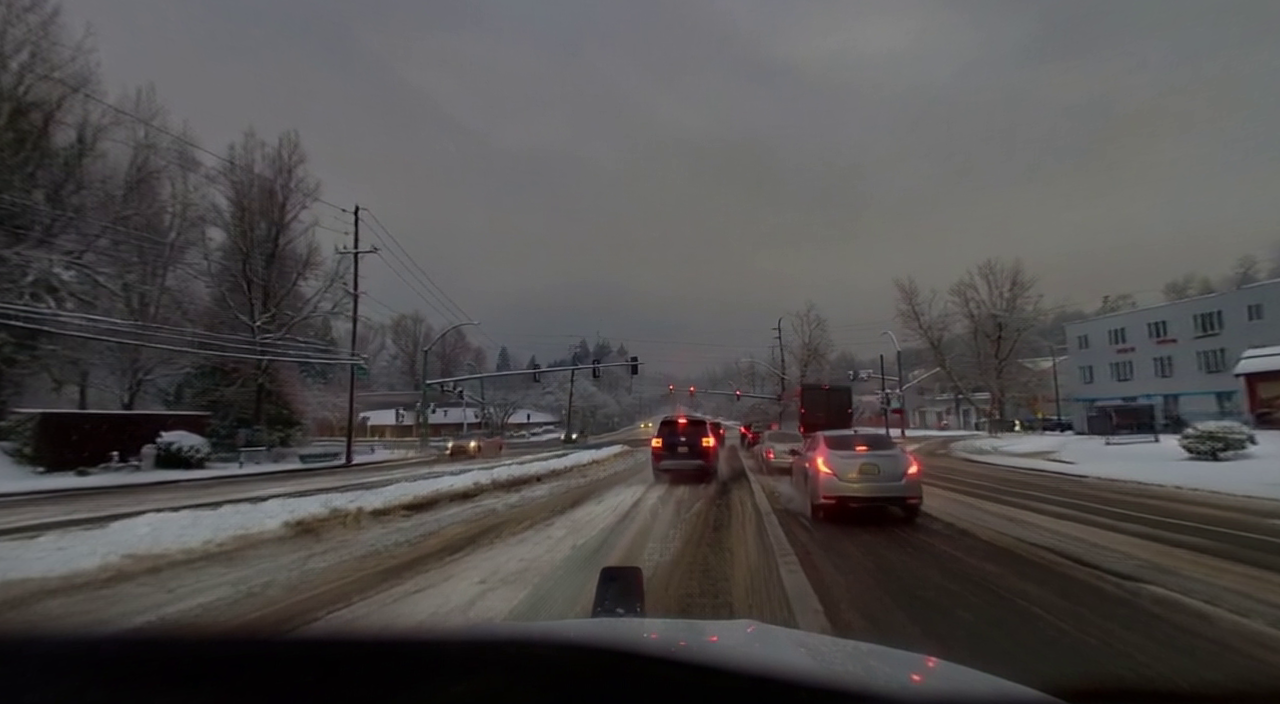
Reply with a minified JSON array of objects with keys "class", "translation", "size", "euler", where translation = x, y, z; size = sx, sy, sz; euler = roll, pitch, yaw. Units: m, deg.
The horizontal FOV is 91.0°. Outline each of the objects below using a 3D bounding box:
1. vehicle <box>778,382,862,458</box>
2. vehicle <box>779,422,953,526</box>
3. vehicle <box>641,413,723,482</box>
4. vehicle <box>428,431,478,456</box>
[{"class":"vehicle","translation":[10.269,4.176,36.936],"size":[2.965,3.900,9.064],"euler":[-1,-9,5]},{"class":"vehicle","translation":[3.824,2.139,11.621],"size":[2.109,1.500,4.585],"euler":[-1,-9,8]},{"class":"vehicle","translation":[1.436,2.984,19.717],"size":[2.188,1.892,4.488],"euler":[-1,-9,8]},{"class":"vehicle","translation":[-13.428,6.639,45.394],"size":[1.950,1.713,4.406],"euler":[-1,-9,5]}]
